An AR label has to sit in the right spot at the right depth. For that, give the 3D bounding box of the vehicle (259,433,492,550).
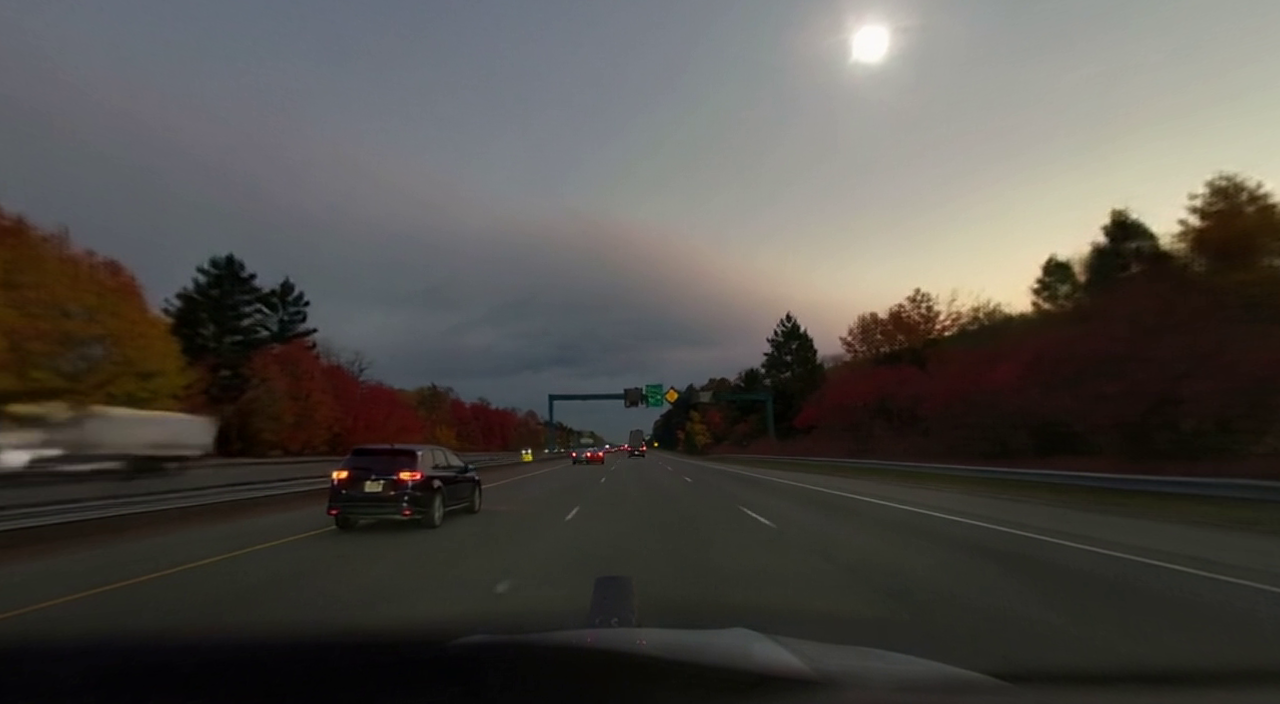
[{"bbox_3d":[-3.986,2.167,10.380,2.071,1.525,4.058,0,-9,0],"label":"vehicle"}]

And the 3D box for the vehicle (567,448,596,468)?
[{"bbox_3d":[-4.547,8.317,49.331,1.963,1.475,3.665,0,-9,0],"label":"vehicle"}]

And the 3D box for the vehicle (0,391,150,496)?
[{"bbox_3d":[-16.685,2.484,16.884,2.305,2.507,5.662,0,-9,0],"label":"vehicle"}]
